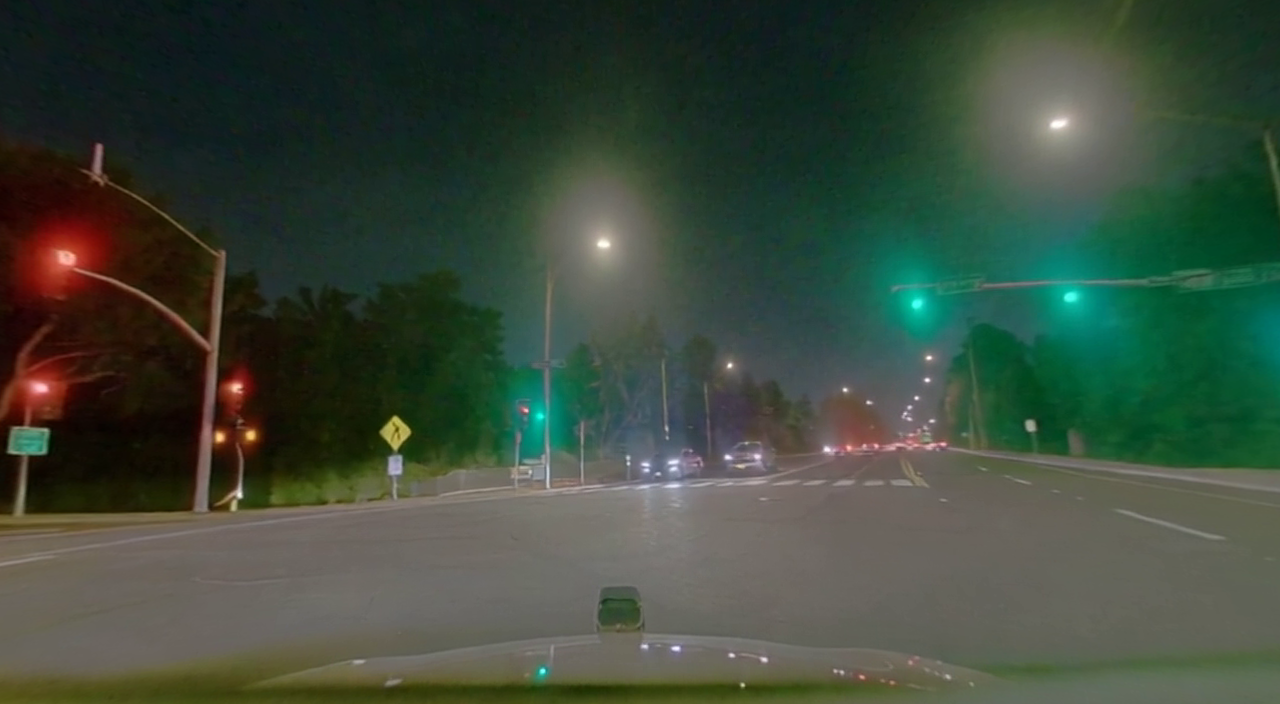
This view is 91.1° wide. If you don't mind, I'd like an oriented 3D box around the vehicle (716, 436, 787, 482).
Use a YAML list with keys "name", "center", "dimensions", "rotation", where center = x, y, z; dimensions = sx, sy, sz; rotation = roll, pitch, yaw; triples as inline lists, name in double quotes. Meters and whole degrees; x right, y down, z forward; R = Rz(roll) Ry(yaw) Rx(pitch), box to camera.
- name: "vehicle"
  center: [4.706, 4.373, 25.959]
  dimensions: [2.090, 1.697, 4.341]
  rotation: [-3, -9, 20]

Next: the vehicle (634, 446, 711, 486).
- name: "vehicle"
  center: [1.446, 4.703, 26.259]
  dimensions: [2.029, 1.504, 4.293]
  rotation: [-3, -9, 20]
